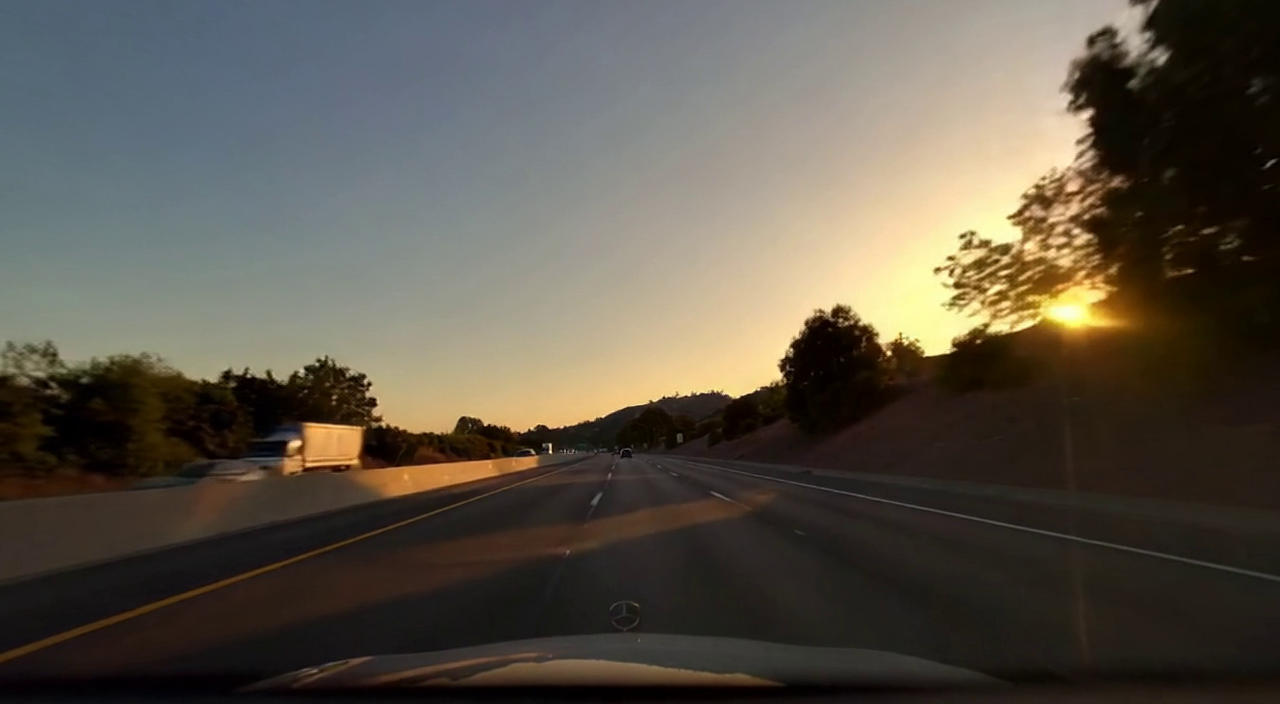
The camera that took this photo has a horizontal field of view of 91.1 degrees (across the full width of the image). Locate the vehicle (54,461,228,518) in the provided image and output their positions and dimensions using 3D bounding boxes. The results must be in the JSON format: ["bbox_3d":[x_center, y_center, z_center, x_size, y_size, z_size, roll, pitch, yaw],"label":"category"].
[{"bbox_3d":[-15.654,4.292,20.123,1.932,1.495,4.511,0,-9,-2],"label":"vehicle"}]

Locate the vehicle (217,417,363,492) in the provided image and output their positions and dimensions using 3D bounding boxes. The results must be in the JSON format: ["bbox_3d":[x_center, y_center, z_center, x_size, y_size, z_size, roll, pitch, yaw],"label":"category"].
[{"bbox_3d":[-19.765,5.903,36.478,3.225,3.742,9.159,0,-9,-1],"label":"vehicle"}]
